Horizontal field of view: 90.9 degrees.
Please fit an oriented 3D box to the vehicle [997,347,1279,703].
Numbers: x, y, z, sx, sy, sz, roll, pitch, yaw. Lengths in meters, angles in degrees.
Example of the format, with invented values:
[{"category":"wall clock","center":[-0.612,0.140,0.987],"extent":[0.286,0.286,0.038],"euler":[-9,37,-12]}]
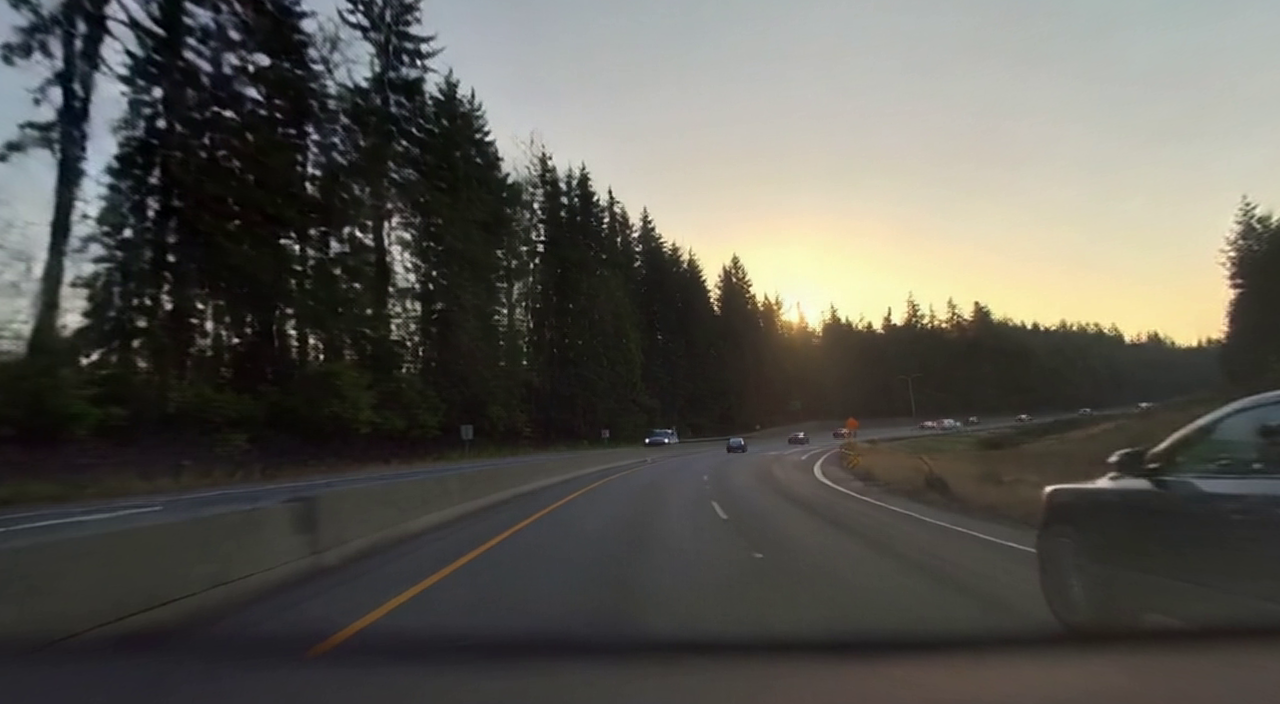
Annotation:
[{"category":"vehicle","center":[3.715,0.812,2.425],"extent":[2.112,1.708,4.380],"euler":[0,-8,0]}]
